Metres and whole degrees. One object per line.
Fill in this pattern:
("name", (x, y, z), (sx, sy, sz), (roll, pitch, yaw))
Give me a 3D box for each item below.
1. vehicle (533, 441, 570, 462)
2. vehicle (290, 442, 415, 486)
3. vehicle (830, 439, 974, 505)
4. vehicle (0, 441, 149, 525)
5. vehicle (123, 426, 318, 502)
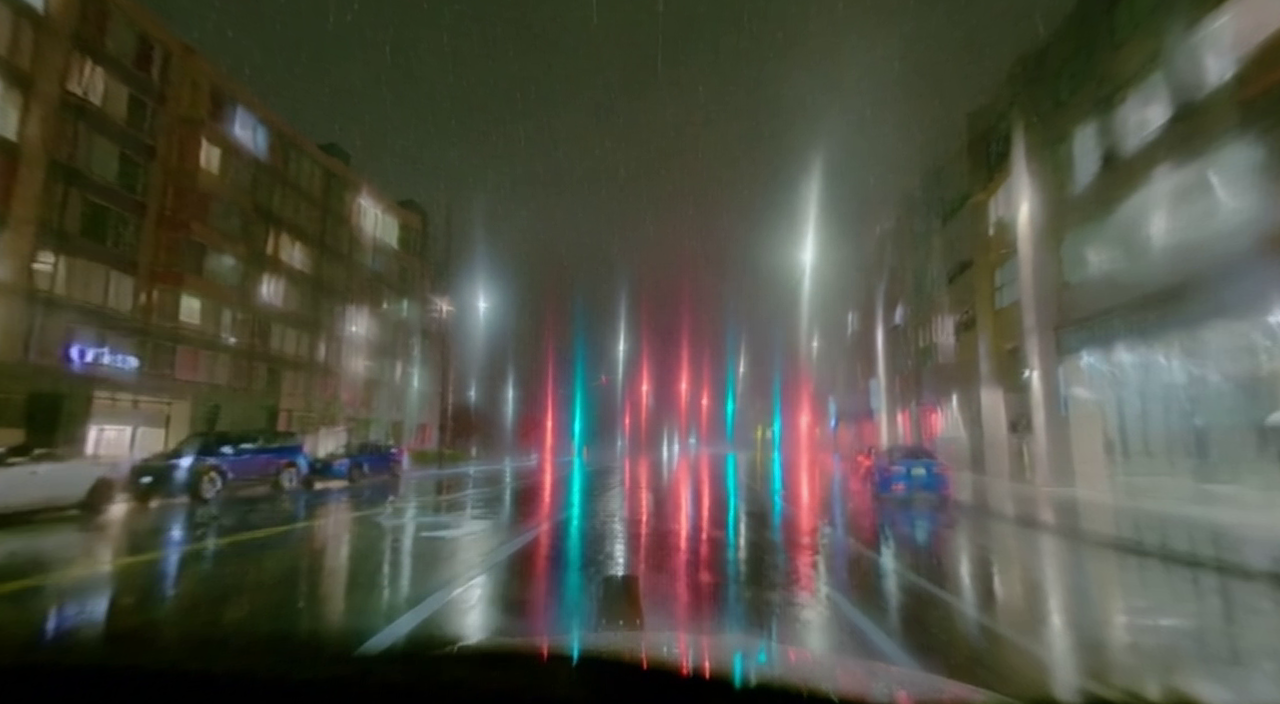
("vehicle", (-6.873, 7.777, 49.383), (1.868, 1.520, 3.796), (-1, -8, 7))
("vehicle", (-10.782, 4.218, 24.199), (1.894, 1.493, 4.902), (-1, -8, 9))
("vehicle", (6.723, 3.098, 16.970), (2.010, 1.473, 5.353), (-1, -8, 5))
("vehicle", (-12.424, 2.508, 12.359), (1.830, 1.497, 4.436), (-1, -8, 4))
("vehicle", (-11.745, 3.151, 18.211), (2.083, 1.882, 4.642), (-1, -8, 6))
